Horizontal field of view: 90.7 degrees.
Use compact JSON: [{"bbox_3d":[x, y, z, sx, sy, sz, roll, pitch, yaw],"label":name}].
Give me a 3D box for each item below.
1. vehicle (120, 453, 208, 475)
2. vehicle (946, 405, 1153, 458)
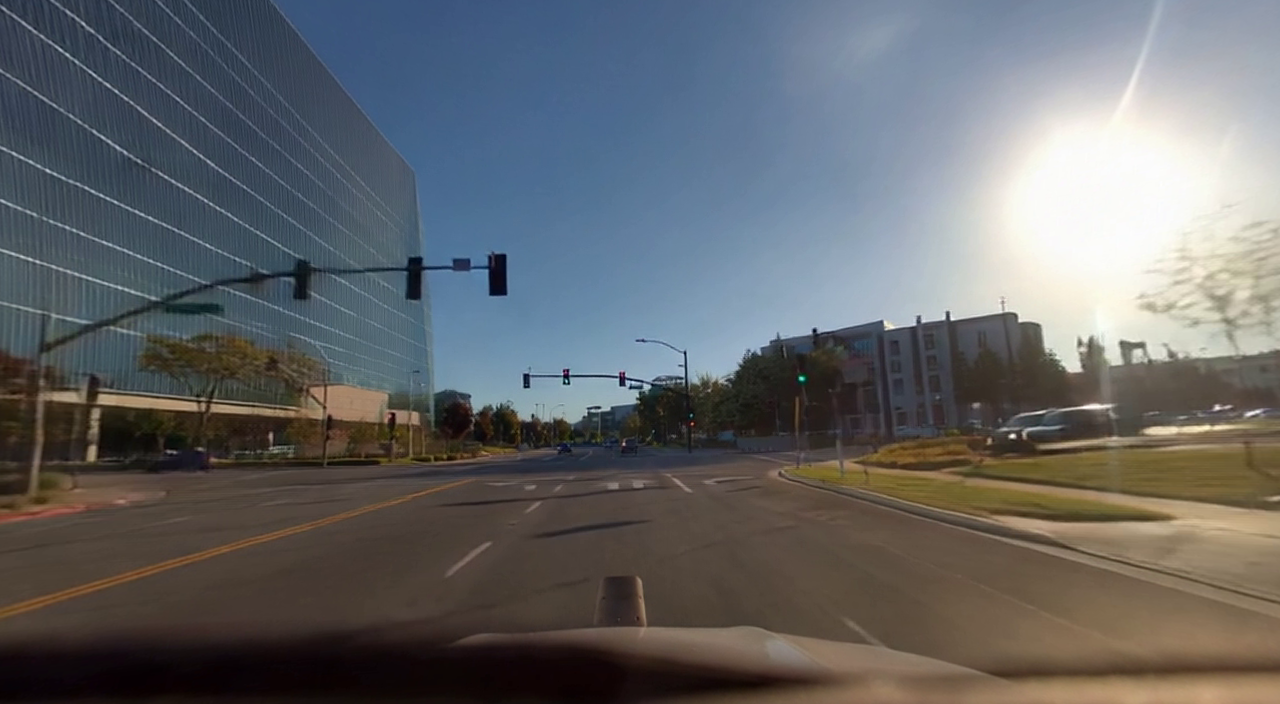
[{"bbox_3d":[-34.546,8.140,46.007,4.660,1.478,2.007,0,-8,-3],"label":"vehicle"},{"bbox_3d":[11.882,2.354,18.632,4.670,1.476,2.042,0,-8,-1],"label":"vehicle"}]
